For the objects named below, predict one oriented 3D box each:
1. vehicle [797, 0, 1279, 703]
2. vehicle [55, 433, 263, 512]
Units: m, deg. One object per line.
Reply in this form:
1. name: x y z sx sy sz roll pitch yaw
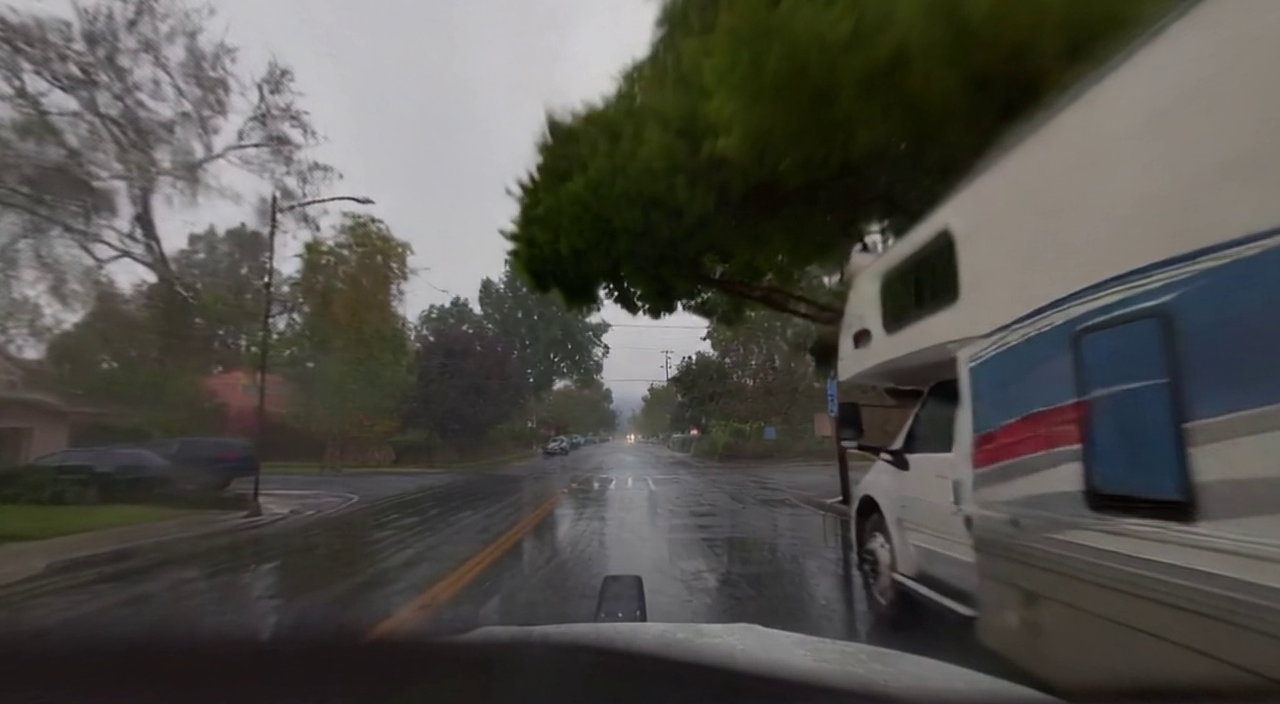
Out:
1. vehicle: 3.090 0.000 1.722 2.915 3.243 8.972 0 -8 0
2. vehicle: -12.933 3.225 17.464 2.111 1.856 4.803 0 -8 -3
